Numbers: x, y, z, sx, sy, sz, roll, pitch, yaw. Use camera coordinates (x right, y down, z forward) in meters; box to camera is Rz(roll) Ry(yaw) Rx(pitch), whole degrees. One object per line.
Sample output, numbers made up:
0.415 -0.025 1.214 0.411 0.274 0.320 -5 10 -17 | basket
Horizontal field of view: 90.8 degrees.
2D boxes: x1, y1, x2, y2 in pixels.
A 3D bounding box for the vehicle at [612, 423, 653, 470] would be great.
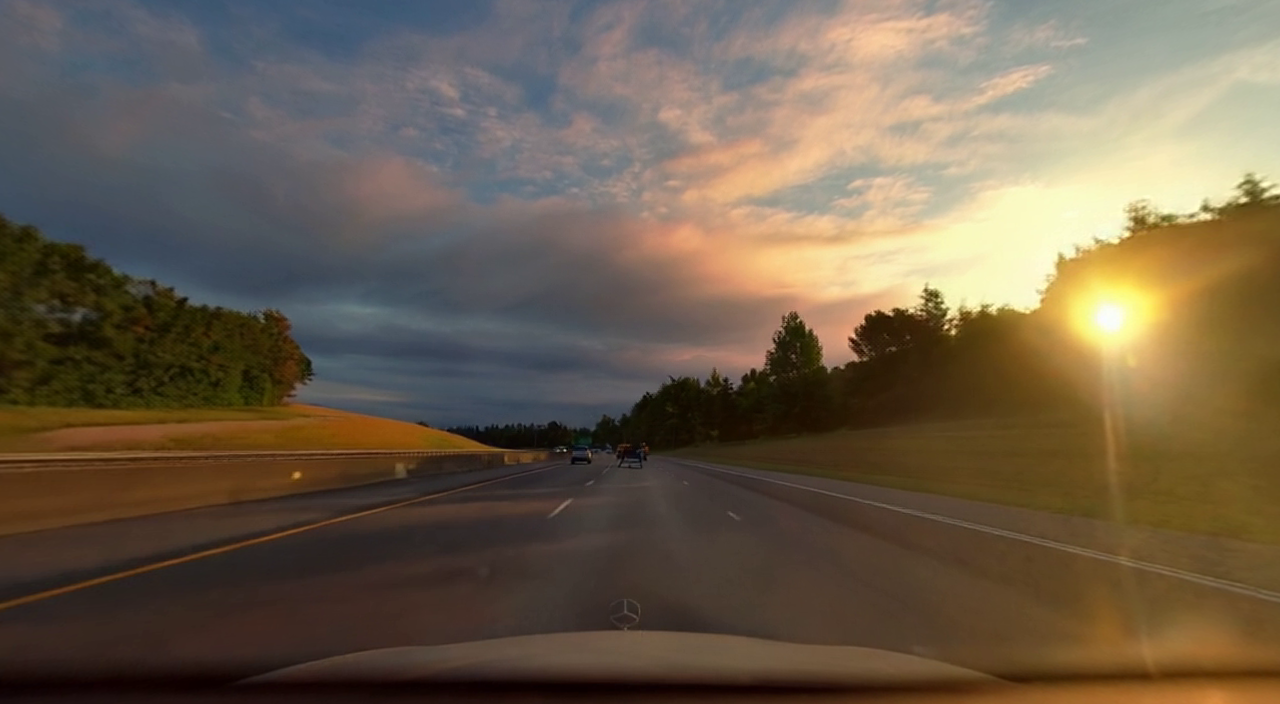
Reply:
-0.552 6.722 45.021 2.672 3.056 6.900 0 -9 -1 | vehicle
